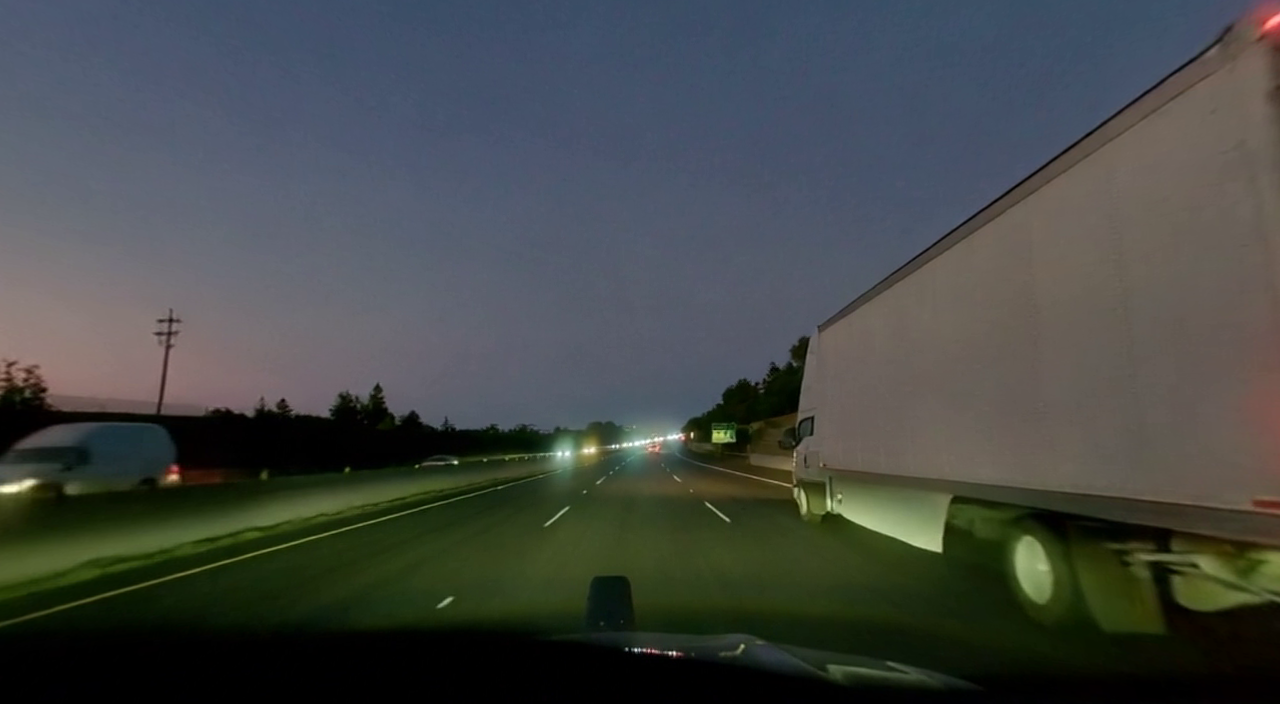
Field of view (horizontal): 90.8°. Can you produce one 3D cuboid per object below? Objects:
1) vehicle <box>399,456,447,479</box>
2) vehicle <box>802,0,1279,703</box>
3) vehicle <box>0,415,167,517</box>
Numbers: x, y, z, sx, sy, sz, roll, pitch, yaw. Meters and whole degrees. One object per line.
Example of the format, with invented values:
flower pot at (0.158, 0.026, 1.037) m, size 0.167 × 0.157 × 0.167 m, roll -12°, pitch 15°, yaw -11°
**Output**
vehicle at (-14.691, 7.808, 42.943) m, size 1.904 × 1.469 × 3.904 m, roll 0°, pitch -9°, yaw 0°
vehicle at (4.091, 0.571, 5.939) m, size 2.771 × 3.313 × 8.121 m, roll 0°, pitch -9°, yaw -1°
vehicle at (-19.617, 3.695, 20.783) m, size 2.658 × 2.883 × 6.850 m, roll 0°, pitch -9°, yaw 0°
